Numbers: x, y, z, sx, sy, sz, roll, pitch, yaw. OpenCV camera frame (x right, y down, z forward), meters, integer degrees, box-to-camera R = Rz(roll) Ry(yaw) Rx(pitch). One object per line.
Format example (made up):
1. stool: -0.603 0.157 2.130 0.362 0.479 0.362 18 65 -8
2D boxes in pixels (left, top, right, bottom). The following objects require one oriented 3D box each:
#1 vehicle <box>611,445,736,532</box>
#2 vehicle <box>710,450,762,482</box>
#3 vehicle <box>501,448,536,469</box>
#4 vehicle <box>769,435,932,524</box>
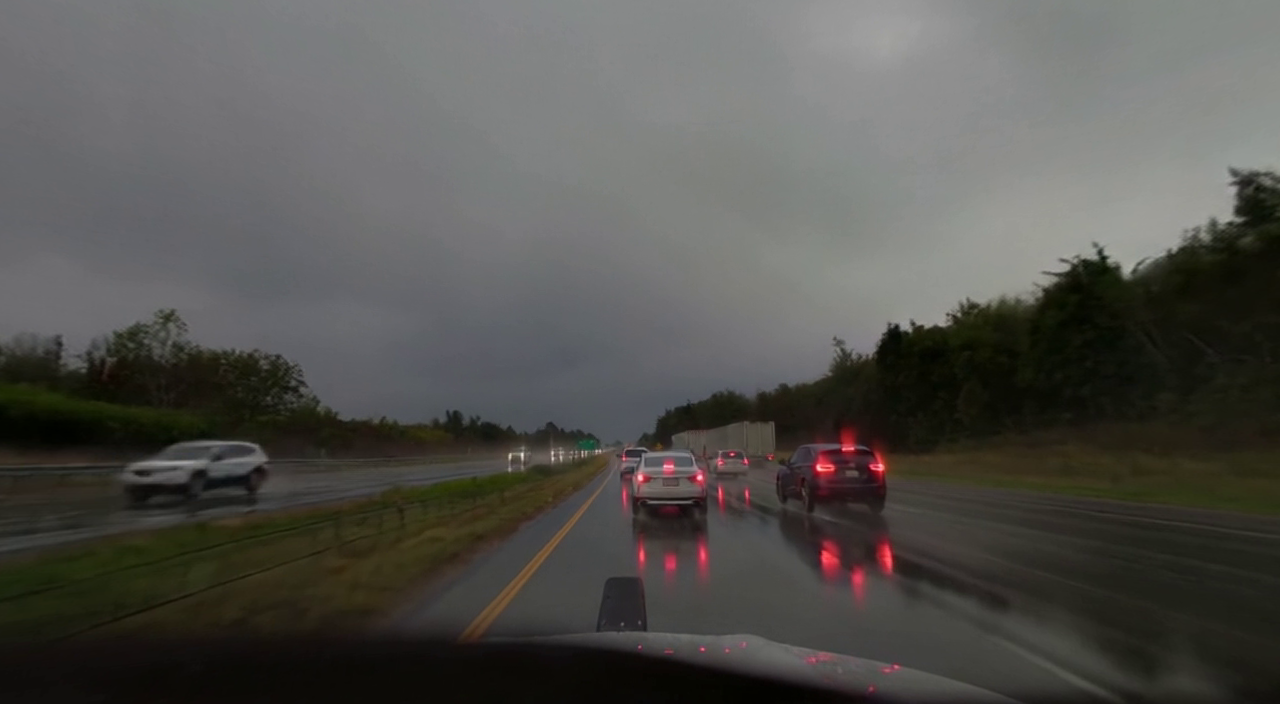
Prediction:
1. vehicle: 0.530 2.596 12.499 2.094 1.426 3.725 0 -9 -1
2. vehicle: 4.868 5.825 32.517 1.908 1.500 4.157 0 -9 -2
3. vehicle: -9.244 8.121 48.198 1.941 1.483 4.061 0 -9 0
4. vehicle: 4.478 2.782 14.327 1.998 1.657 4.604 0 -9 -1
